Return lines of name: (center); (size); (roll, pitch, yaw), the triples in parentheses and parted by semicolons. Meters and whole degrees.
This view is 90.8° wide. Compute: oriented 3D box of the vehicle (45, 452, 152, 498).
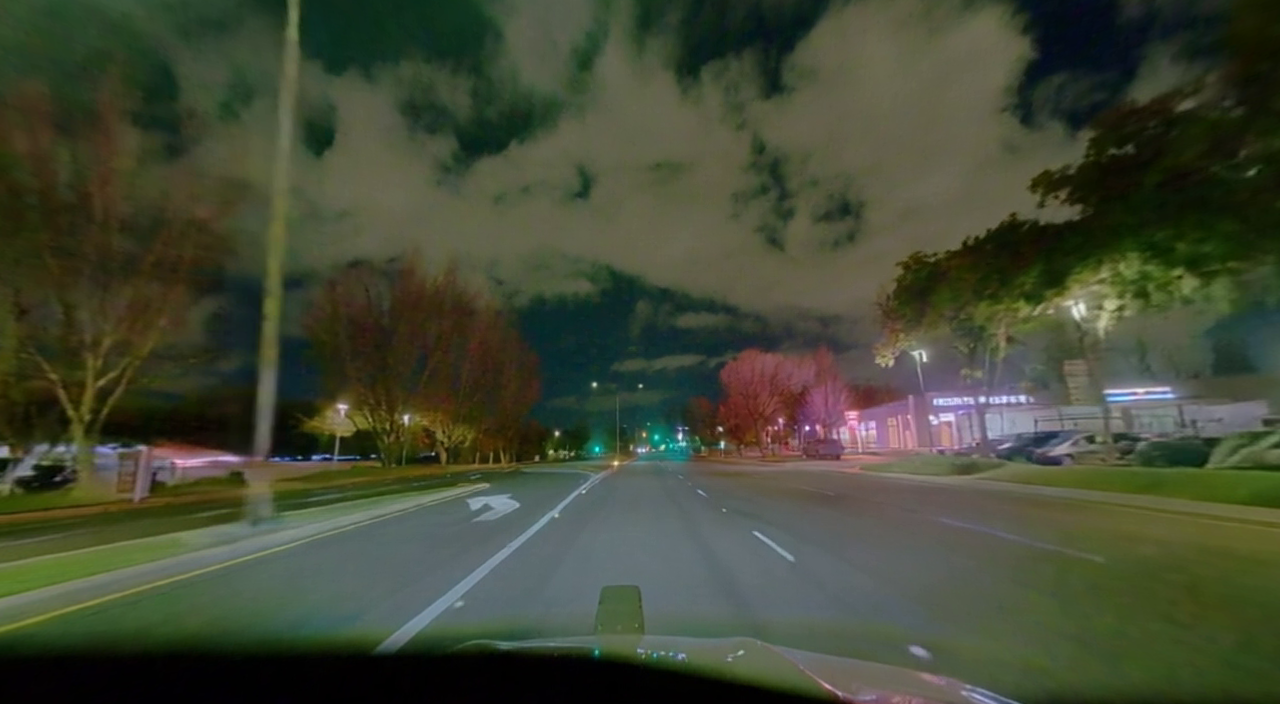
vehicle: (-24.972, 5.667, 29.093); (5.468, 1.809, 2.141); (-9, -10, 32)

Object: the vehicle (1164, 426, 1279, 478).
vehicle: (20.011, 3.241, 20.544); (4.082, 1.567, 2.011); (0, -9, -1)
